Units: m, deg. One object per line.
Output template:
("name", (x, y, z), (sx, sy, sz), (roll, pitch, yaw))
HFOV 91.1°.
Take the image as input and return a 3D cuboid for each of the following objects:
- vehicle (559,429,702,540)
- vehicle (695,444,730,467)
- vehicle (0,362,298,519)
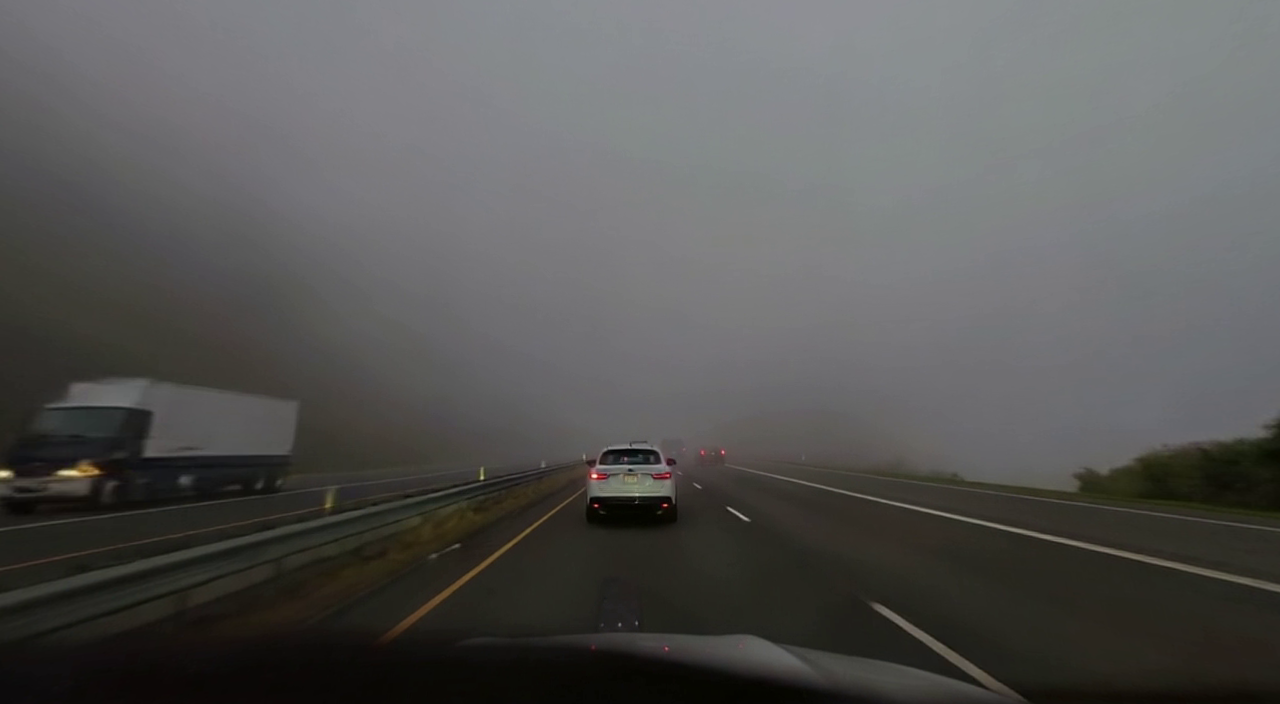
("vehicle", (-0.157, 2.221, 11.070), (2.088, 1.580, 3.657), (0, -9, 0))
("vehicle", (5.047, 7.288, 44.289), (1.931, 1.516, 3.995), (0, -9, 0))
("vehicle", (-13.366, 2.536, 17.832), (2.757, 3.414, 7.910), (-1, -9, 0))
